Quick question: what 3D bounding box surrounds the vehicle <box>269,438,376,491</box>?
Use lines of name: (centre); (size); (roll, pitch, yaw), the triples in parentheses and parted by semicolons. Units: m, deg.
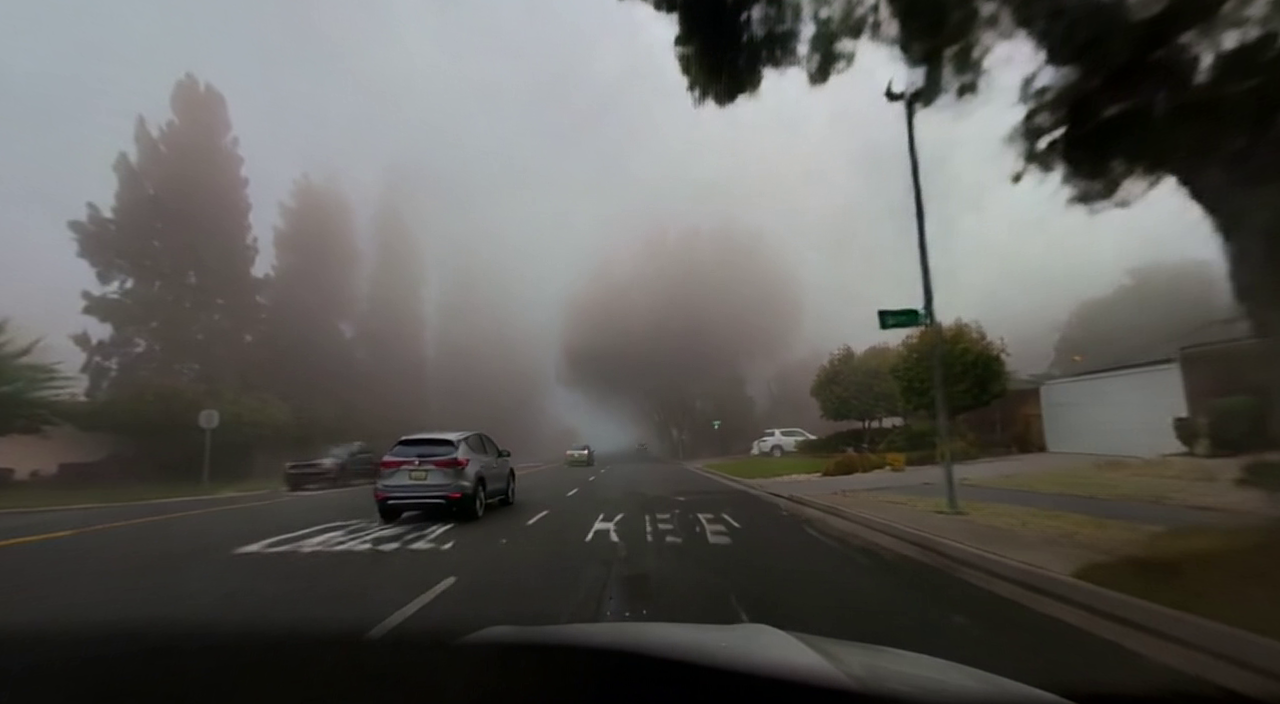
vehicle: (-12.162, 4.315, 24.513); (1.968, 1.799, 4.377); (-2, -8, -2)

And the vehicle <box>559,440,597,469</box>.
vehicle: (-3.428, 5.764, 35.436); (1.802, 1.528, 3.490); (0, -8, 0)

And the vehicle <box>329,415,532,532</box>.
vehicle: (-3.586, 2.183, 11.900); (2.190, 1.766, 4.394); (0, -8, 2)

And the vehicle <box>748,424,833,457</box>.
vehicle: (9.674, 5.701, 40.678); (4.944, 2.023, 1.973); (0, -8, -1)
